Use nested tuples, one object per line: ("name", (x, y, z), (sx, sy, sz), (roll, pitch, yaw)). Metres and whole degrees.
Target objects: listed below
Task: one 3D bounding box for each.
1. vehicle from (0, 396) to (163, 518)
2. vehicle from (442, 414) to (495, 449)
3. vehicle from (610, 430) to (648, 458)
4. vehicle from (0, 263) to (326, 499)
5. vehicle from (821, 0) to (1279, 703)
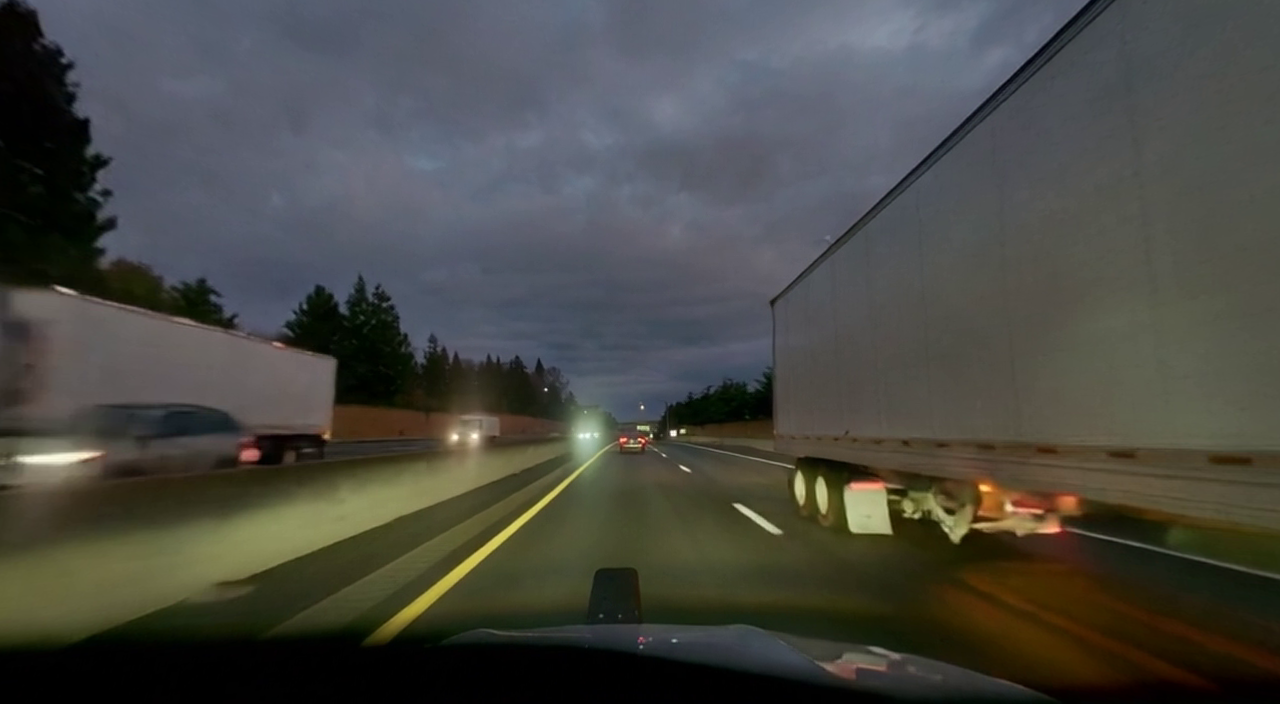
("vehicle", (-8.873, 1.355, 8.160), (1.906, 1.499, 4.537), (0, -7, -2))
("vehicle", (-13.320, 6.256, 49.407), (2.332, 2.493, 6.723), (-1, -7, -1))
("vehicle", (-0.645, 5.332, 36.745), (2.119, 1.480, 4.000), (-1, -7, -1))
("vehicle", (-12.789, 1.121, 15.623), (2.898, 4.098, 14.464), (0, -7, -1))
("vehicle", (4.229, -0.432, 2.054), (2.953, 4.045, 13.843), (0, -7, -1))
